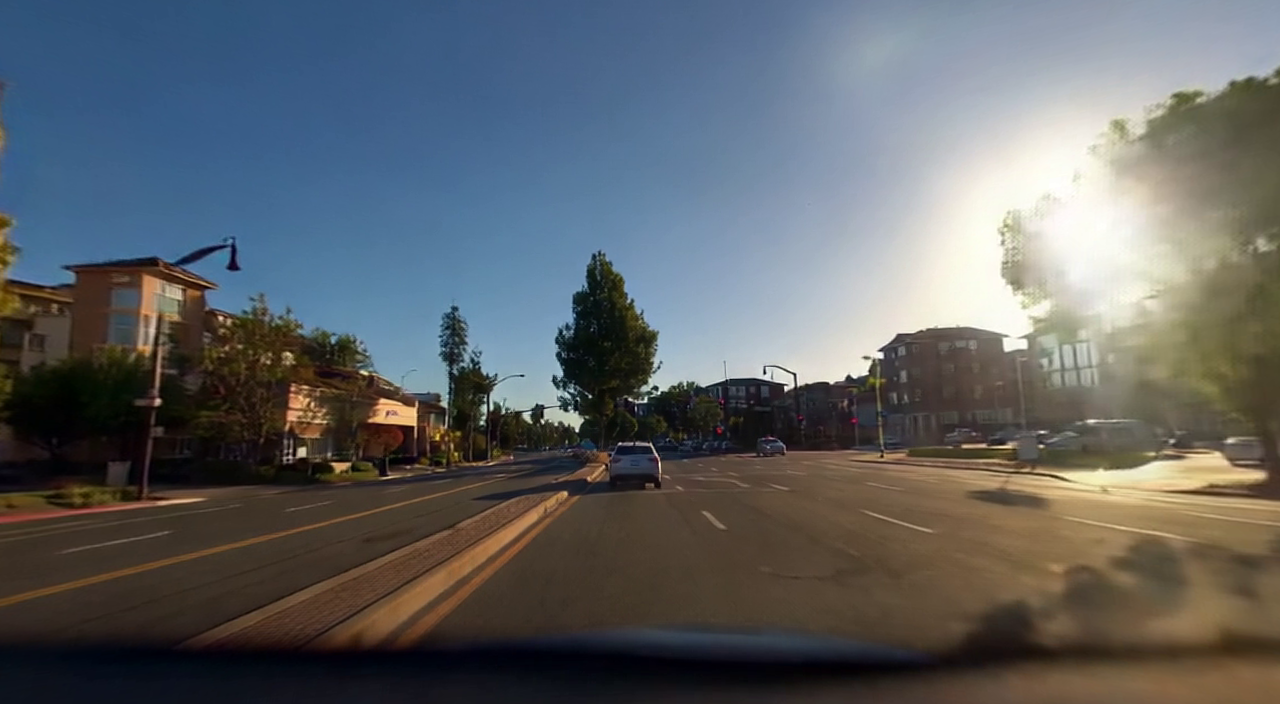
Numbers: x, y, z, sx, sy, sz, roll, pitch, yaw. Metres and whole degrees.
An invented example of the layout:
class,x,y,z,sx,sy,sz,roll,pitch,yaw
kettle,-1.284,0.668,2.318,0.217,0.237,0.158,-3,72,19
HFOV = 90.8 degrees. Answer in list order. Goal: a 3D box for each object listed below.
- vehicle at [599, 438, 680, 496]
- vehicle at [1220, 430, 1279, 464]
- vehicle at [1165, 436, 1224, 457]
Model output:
class,x,y,z,sx,sy,sz,roll,pitch,yaw
vehicle,-0.051,3.237,18.159,2.064,1.477,3.968,0,-8,-1
vehicle,31.939,4.731,31.530,1.873,1.588,4.133,-2,-8,-1
vehicle,40.319,6.885,45.919,3.834,1.470,1.910,4,-10,-28
